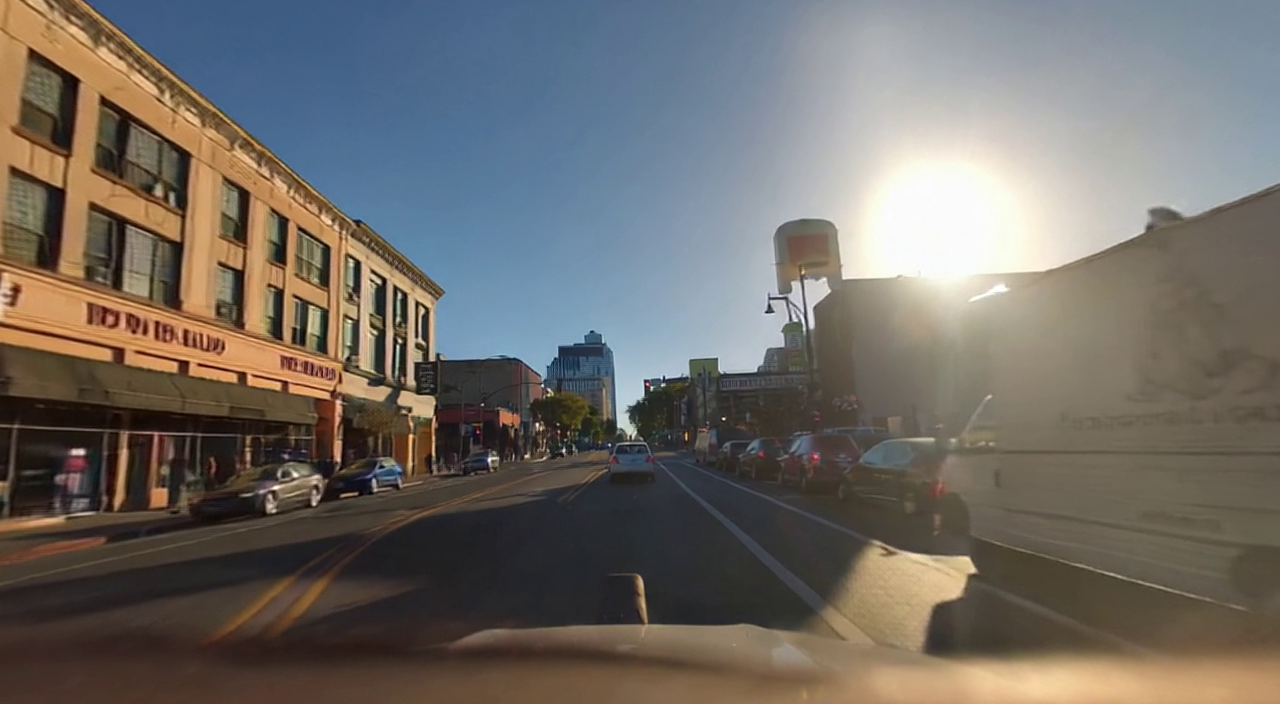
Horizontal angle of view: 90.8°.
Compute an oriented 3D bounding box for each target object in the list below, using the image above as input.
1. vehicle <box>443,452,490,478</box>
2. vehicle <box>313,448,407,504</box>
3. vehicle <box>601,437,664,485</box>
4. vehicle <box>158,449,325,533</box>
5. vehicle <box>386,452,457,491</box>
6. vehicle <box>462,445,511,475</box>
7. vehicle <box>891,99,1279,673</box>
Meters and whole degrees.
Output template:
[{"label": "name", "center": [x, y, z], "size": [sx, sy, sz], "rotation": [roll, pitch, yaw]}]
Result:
[{"label": "vehicle", "center": [-11.225, 7.342, 41.188], "size": [1.868, 1.502, 4.626], "rotation": [0, -8, -2]}, {"label": "vehicle", "center": [-11.469, 5.053, 26.259], "size": [1.872, 1.731, 4.656], "rotation": [-4, -6, -2]}, {"label": "vehicle", "center": [-0.273, 3.943, 23.177], "size": [2.086, 1.575, 4.205], "rotation": [0, -8, -1]}, {"label": "vehicle", "center": [-11.299, 3.890, 18.329], "size": [2.055, 1.685, 4.370], "rotation": [-5, -5, -1]}, {"label": "vehicle", "center": [-11.233, 6.138, 32.866], "size": [1.920, 1.498, 4.591], "rotation": [-5, -6, 1]}, {"label": "vehicle", "center": [-11.434, 8.024, 47.416], "size": [2.240, 2.052, 5.872], "rotation": [0, -8, 0]}, {"label": "vehicle", "center": [5.429, 0.514, 6.054], "size": [2.893, 3.553, 7.295], "rotation": [0, -8, -1]}]
